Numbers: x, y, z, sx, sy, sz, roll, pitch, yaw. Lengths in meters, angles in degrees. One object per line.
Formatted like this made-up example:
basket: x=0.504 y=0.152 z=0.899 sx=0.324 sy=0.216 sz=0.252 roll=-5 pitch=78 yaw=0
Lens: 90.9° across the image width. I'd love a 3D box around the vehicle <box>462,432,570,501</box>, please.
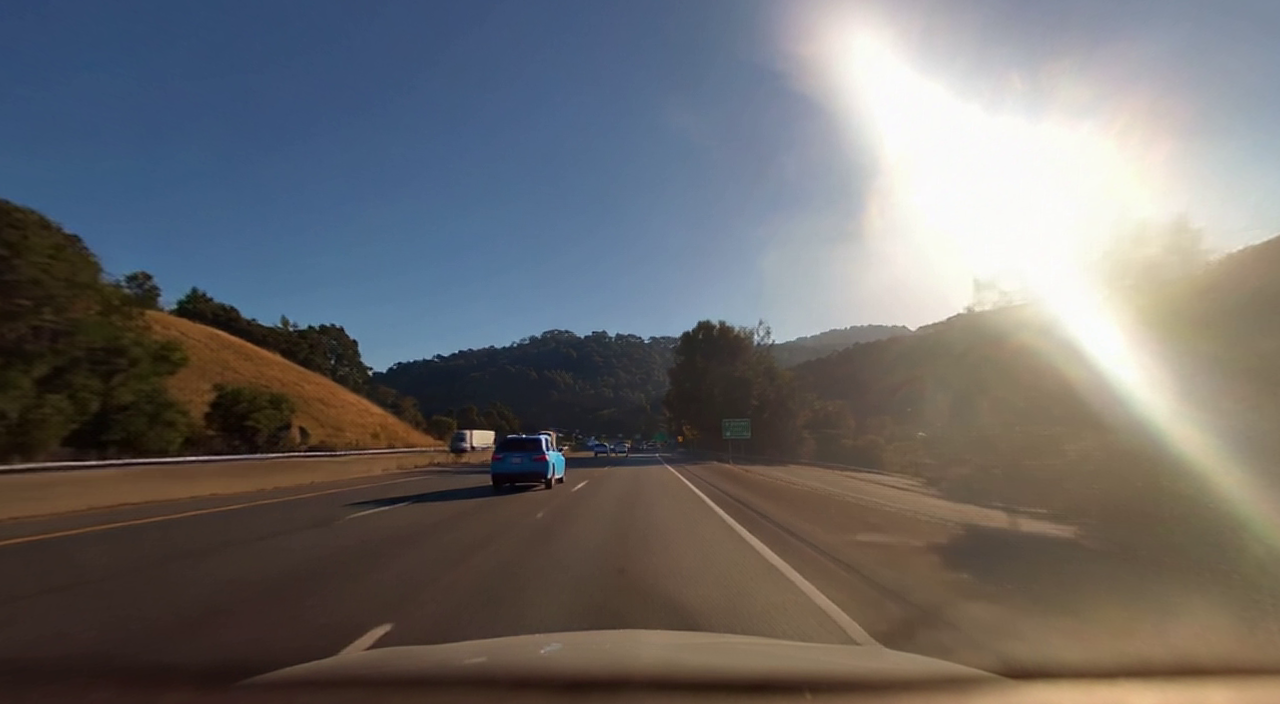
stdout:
vehicle: x=-3.405 y=3.232 z=18.280 sx=2.138 sy=1.718 sz=4.415 roll=-1 pitch=-8 yaw=1
